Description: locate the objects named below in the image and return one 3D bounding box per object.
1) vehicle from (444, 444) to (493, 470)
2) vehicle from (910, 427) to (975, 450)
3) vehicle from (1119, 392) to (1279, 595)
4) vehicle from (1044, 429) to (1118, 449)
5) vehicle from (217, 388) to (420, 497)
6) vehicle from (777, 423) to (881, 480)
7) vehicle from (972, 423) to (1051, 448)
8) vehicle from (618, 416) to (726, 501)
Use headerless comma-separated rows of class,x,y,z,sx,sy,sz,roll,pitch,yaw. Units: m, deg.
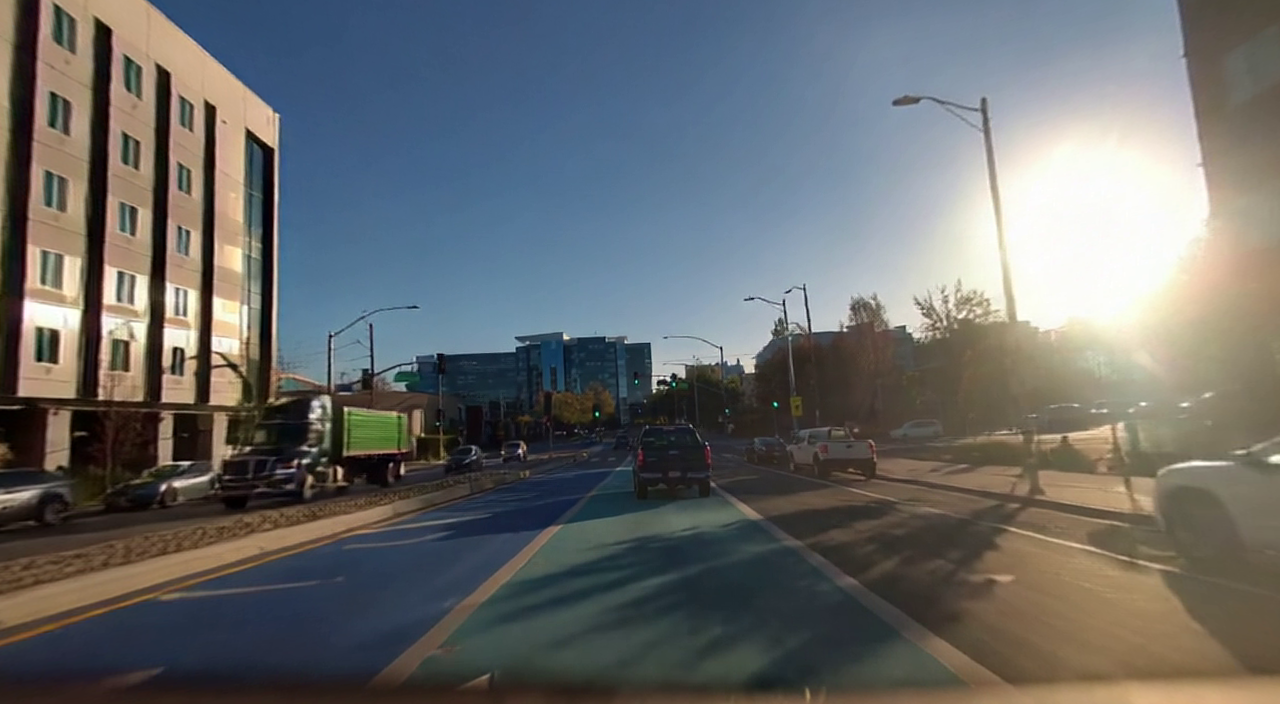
vehicle,-10.908,6.676,40.423,2.019,1.547,4.315,0,-9,-2
vehicle,23.301,6.699,48.671,3.973,1.623,2.024,-1,-9,0
vehicle,6.630,1.082,4.496,2.088,1.761,5.697,0,-9,2
vehicle,33.791,6.704,48.428,4.275,1.487,1.781,0,-9,1
vehicle,-13.442,4.045,28.145,3.101,3.878,10.902,0,-9,1
vehicle,6.714,3.629,23.086,2.205,1.823,5.078,0,-9,0
vehicle,28.566,6.475,48.588,4.655,1.852,2.161,0,-9,-1
vehicle,0.597,2.567,15.449,2.283,1.773,4.255,0,-9,-2
